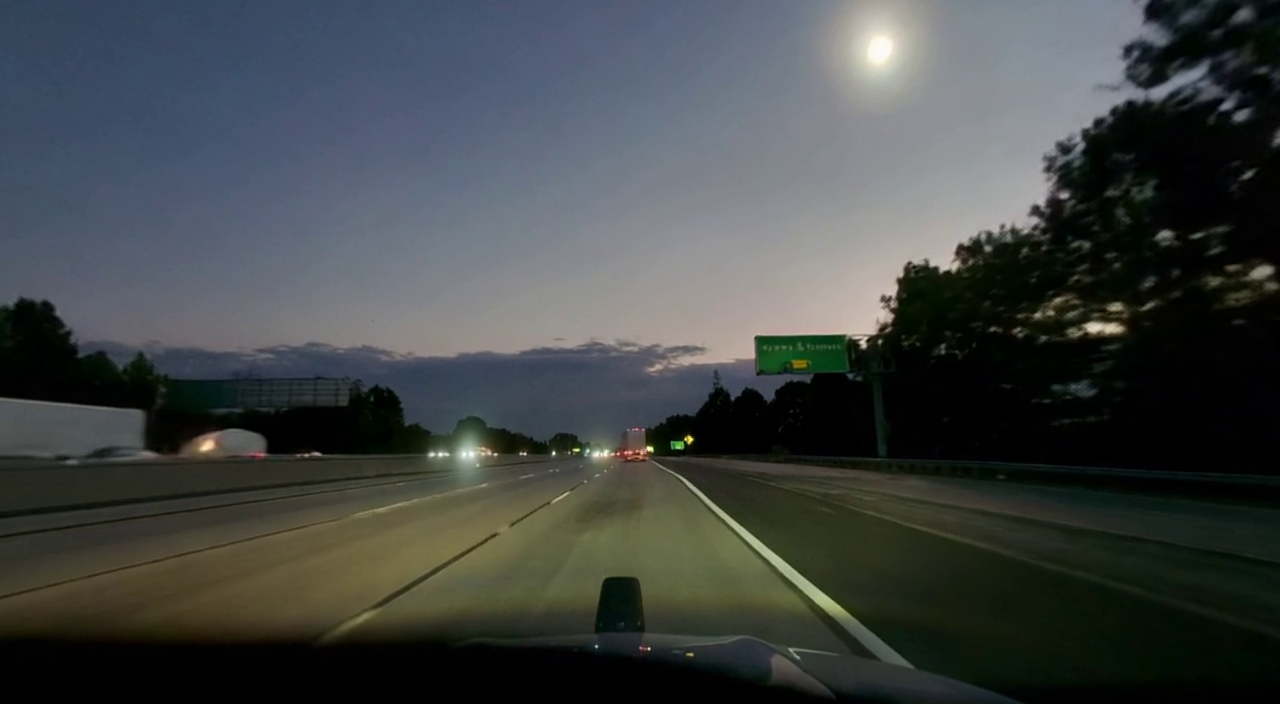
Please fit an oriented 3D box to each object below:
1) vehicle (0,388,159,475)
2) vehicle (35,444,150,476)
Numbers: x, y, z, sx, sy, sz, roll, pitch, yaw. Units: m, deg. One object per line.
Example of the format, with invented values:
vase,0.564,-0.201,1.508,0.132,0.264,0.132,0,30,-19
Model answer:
vehicle,-32.537,4.122,32.137,2.884,4.194,16.639,0,-8,-1
vehicle,-28.193,5.542,32.563,1.851,1.549,4.520,0,-8,0
